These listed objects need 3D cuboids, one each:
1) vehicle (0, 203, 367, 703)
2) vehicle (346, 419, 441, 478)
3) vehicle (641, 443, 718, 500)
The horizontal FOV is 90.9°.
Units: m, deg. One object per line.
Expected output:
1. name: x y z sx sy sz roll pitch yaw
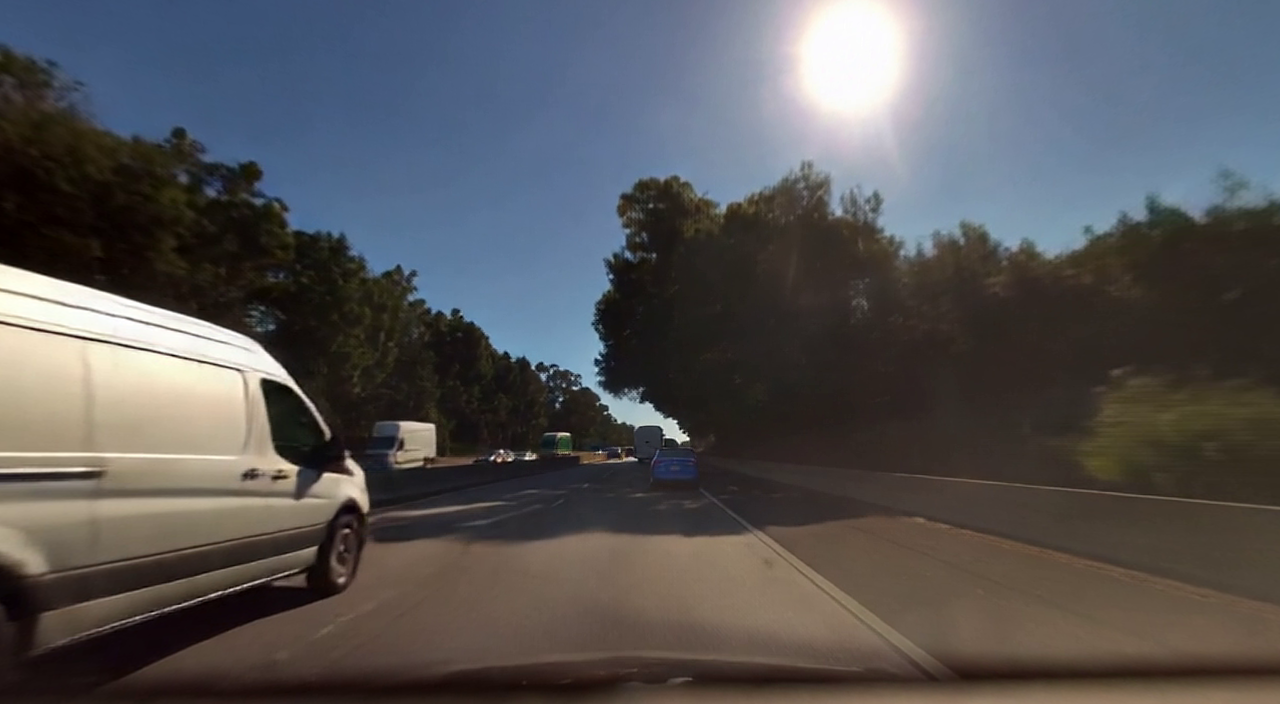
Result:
1. vehicle: -3.085 0.579 1.996 2.217 2.033 4.975 0 -9 0
2. vehicle: -16.835 6.714 43.803 2.942 3.682 8.180 0 -9 2
3. vehicle: 1.045 3.458 18.594 2.012 1.485 3.649 0 -9 0
